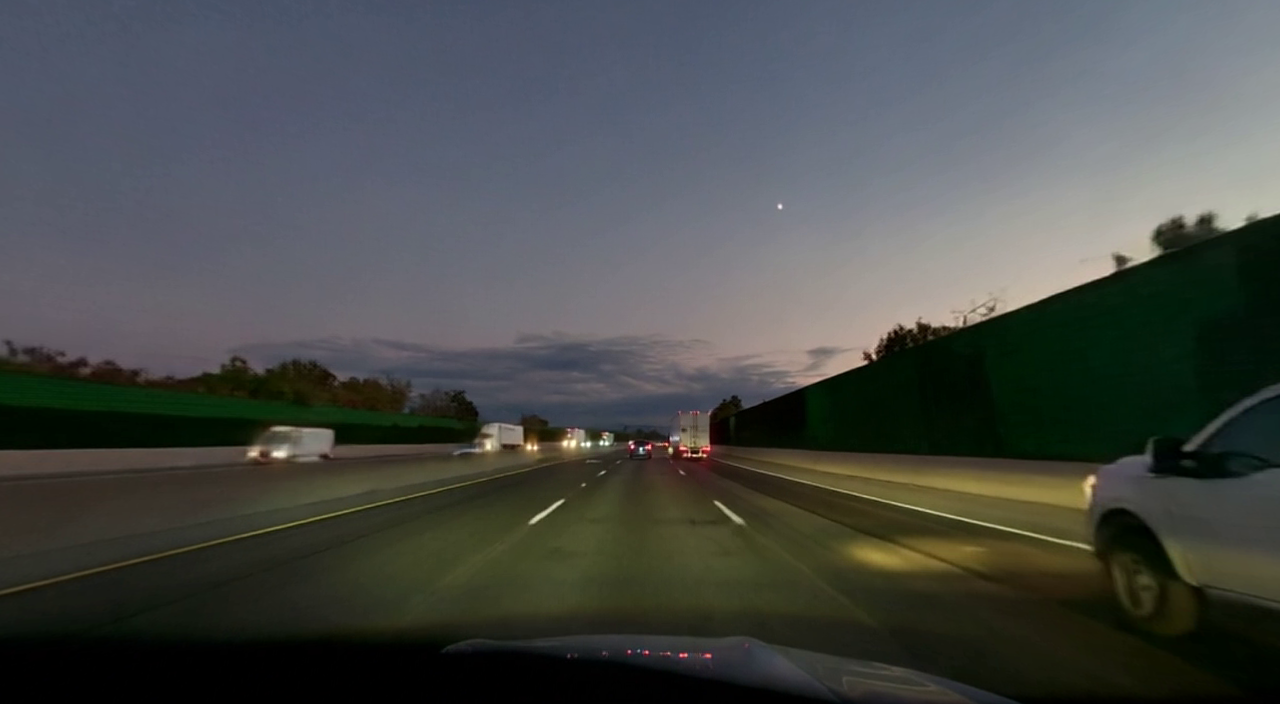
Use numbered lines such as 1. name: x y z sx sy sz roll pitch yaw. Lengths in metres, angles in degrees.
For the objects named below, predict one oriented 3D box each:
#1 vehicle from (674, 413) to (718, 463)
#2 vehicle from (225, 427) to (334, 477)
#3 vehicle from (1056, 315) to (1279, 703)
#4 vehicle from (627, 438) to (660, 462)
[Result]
1. vehicle: 4.079 6.539 47.625 2.742 3.383 8.285 0 -8 1
2. vehicle: -17.508 4.880 30.982 2.201 2.226 5.156 0 -8 1
3. vehicle: 4.302 0.645 2.096 2.209 1.943 5.262 0 -8 0
4. vehicle: 0.261 7.498 48.472 2.389 1.760 4.473 0 -8 0
